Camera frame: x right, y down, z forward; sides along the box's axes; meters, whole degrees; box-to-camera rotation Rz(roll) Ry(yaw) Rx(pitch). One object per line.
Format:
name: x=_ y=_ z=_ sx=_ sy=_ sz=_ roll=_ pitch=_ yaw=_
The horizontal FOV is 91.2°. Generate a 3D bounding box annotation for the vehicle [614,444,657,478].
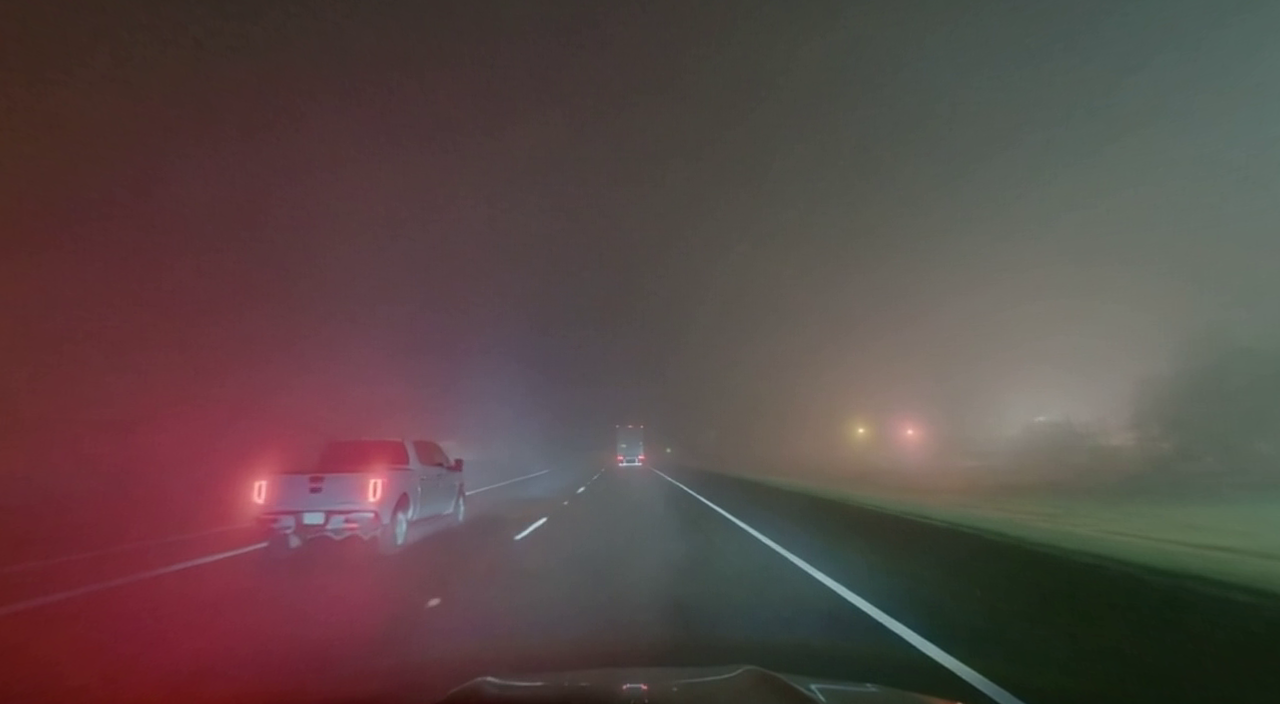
vehicle: x=-0.260 y=5.962 z=34.479 sx=2.230 sy=1.715 sz=4.243 roll=0 pitch=-9 yaw=-1

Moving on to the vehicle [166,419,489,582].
vehicle: x=-3.781 y=1.890 z=8.845 sx=2.181 sy=1.653 sz=4.691 roll=0 pitch=-9 yaw=-1
